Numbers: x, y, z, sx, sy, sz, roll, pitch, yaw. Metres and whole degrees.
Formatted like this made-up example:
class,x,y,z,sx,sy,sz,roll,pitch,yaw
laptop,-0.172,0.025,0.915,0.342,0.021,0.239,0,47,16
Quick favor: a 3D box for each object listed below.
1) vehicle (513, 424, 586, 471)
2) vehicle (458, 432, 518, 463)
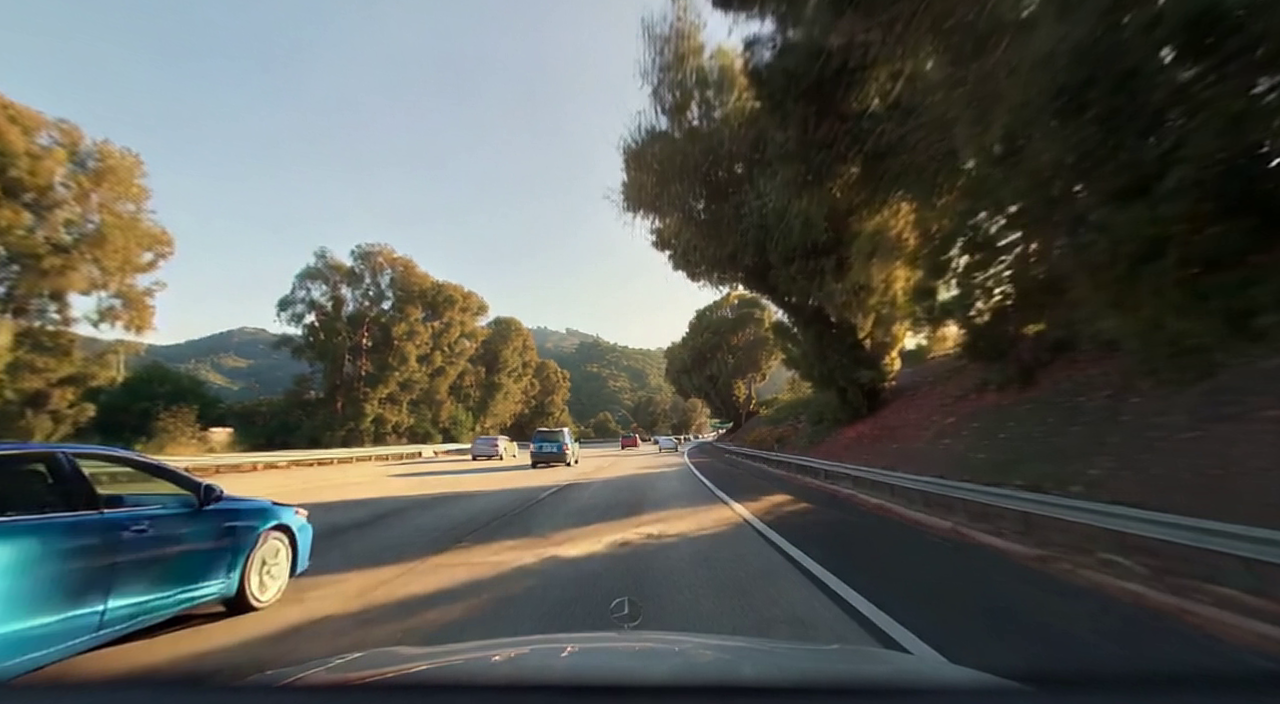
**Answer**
class,x,y,z,sx,sy,sz,roll,pitch,yaw
vehicle,-3.495,3.811,25.344,2.071,1.716,4.363,0,-8,3
vehicle,-7.596,4.813,31.963,1.883,1.411,4.053,0,-8,3
